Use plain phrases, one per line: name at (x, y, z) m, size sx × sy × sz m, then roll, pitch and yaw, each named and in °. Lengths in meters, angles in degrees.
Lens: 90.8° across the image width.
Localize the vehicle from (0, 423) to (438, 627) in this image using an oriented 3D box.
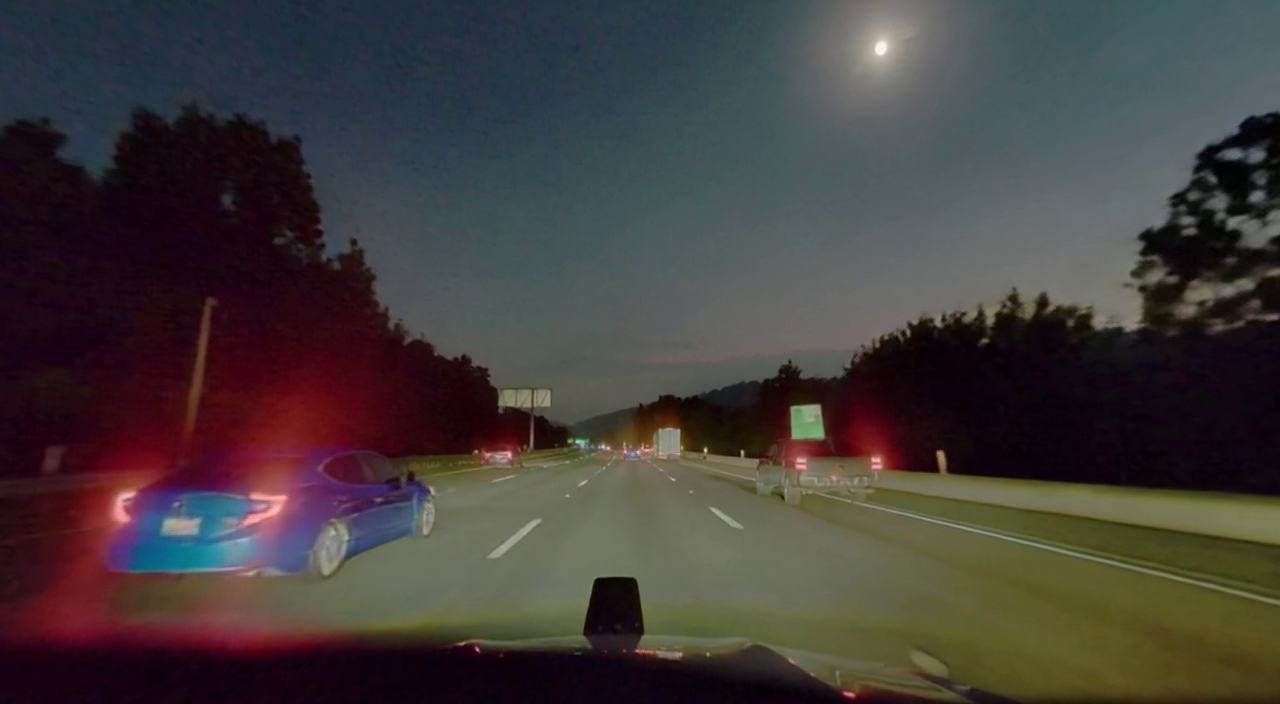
vehicle at (-3.956, 1.608, 6.879) m, size 2.090 × 1.487 × 4.276 m, roll 0°, pitch -9°, yaw 0°

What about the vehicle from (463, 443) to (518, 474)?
vehicle at (-7.643, 5.488, 32.752) m, size 1.915 × 1.479 × 3.843 m, roll 0°, pitch -9°, yaw 0°
